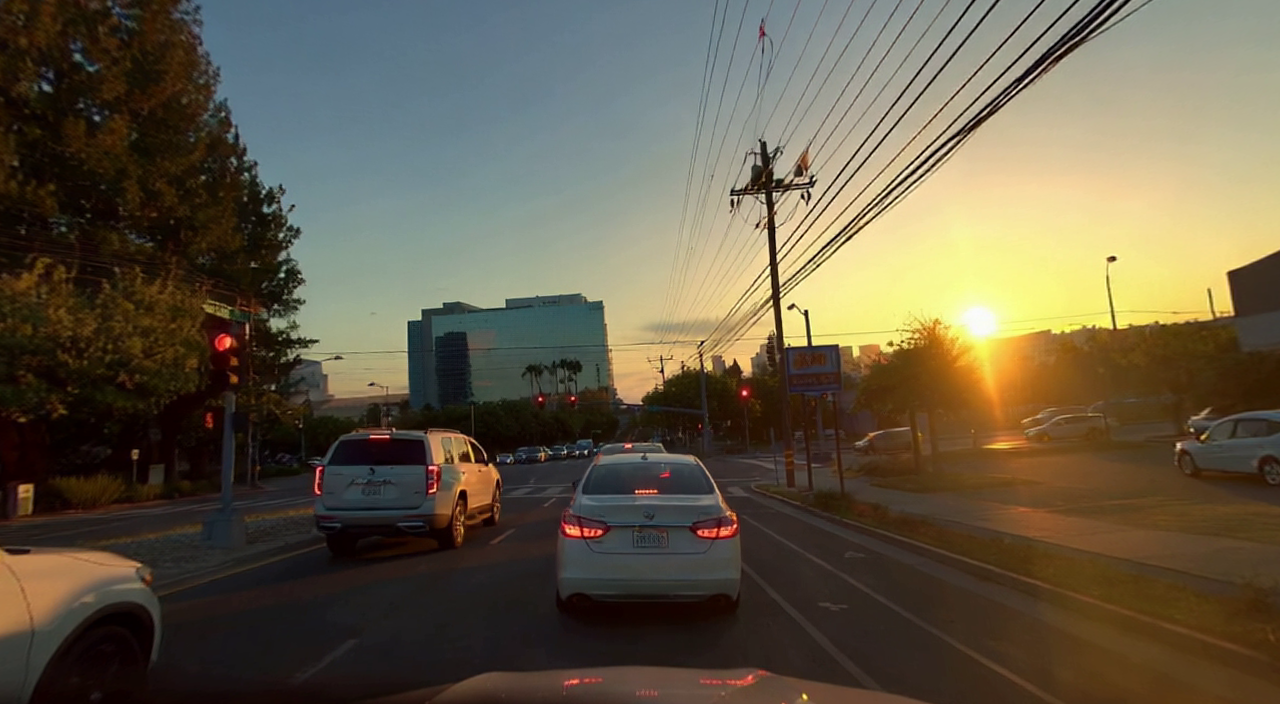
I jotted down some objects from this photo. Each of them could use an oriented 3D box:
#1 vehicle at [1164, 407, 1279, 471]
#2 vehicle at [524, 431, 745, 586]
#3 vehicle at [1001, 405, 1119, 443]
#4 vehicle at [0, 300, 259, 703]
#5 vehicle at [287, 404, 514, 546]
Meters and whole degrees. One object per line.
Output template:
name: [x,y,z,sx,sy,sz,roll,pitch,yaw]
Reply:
vehicle: [17.019,2.545,18.283,1.858,1.622,4.491,-5,-10,28]
vehicle: [-0.098,1.804,8.144,2.121,1.474,3.968,0,-8,-1]
vehicle: [26.818,4.642,40.514,5.782,2.286,2.223,-1,-9,5]
vehicle: [-3.592,0.632,1.535,2.085,1.943,5.053,0,-8,1]
vehicle: [-3.849,2.089,11.372,2.147,1.963,4.927,0,-8,0]
